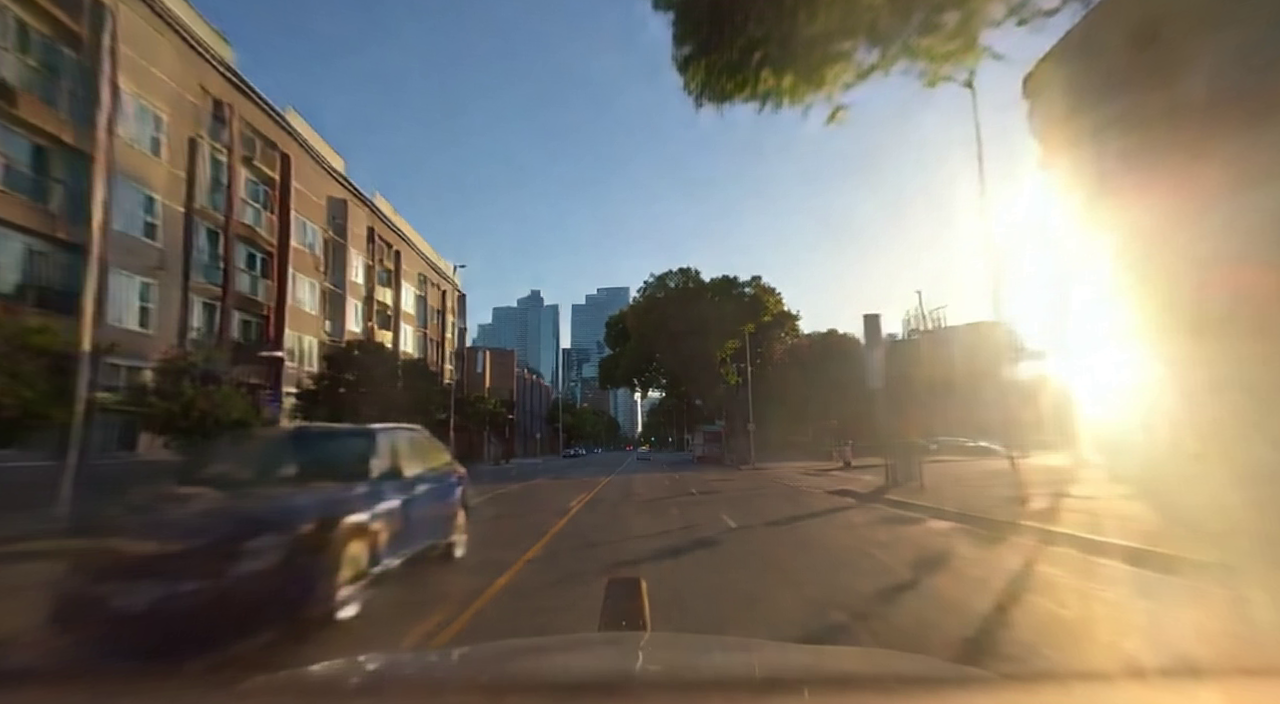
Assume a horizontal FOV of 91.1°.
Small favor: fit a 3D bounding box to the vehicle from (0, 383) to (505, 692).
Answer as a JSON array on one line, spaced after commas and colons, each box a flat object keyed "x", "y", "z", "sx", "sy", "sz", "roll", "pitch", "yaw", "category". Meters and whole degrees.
[{"x": -2.948, "y": 1.378, "z": 5.855, "sx": 2.332, "sy": 1.732, "sz": 4.463, "roll": 0, "pitch": -8, "yaw": 1, "category": "vehicle"}]
